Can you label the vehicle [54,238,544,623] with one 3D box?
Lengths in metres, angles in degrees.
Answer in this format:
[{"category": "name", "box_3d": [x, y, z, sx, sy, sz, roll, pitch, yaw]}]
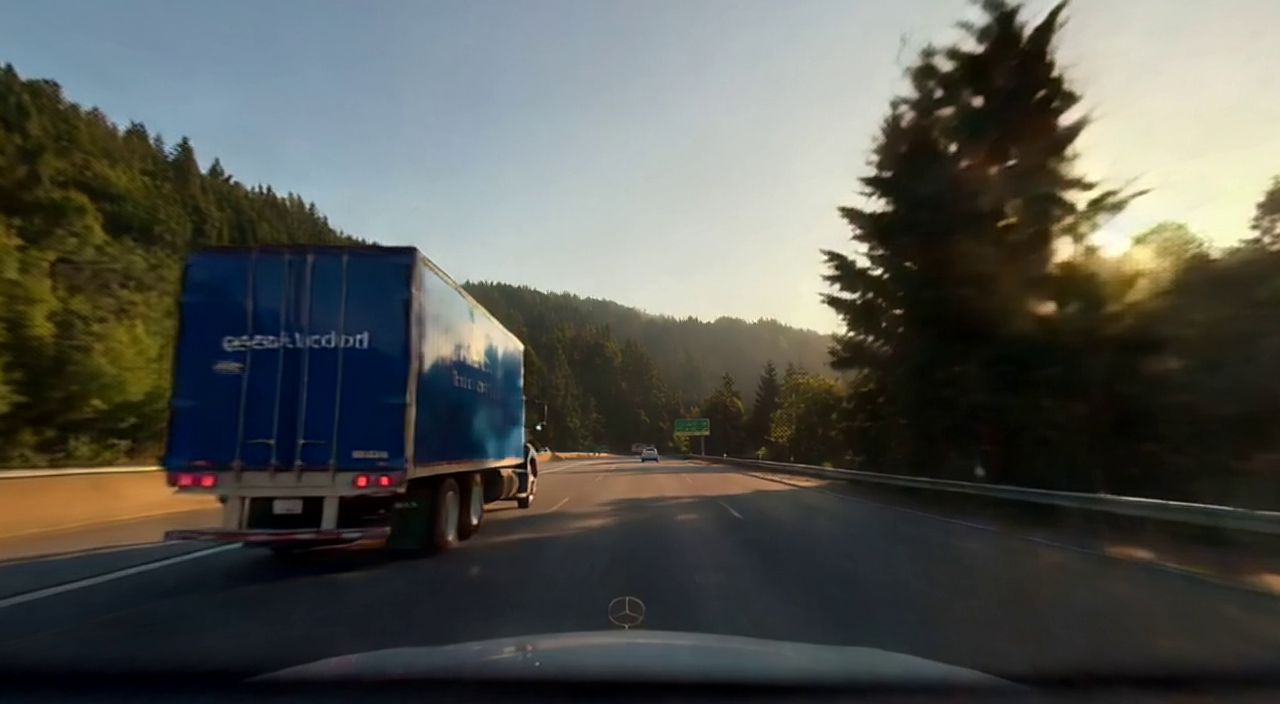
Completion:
[{"category": "vehicle", "box_3d": [-3.251, 1.094, 8.607, 2.695, 3.151, 6.885, 0, -9, 1]}]
